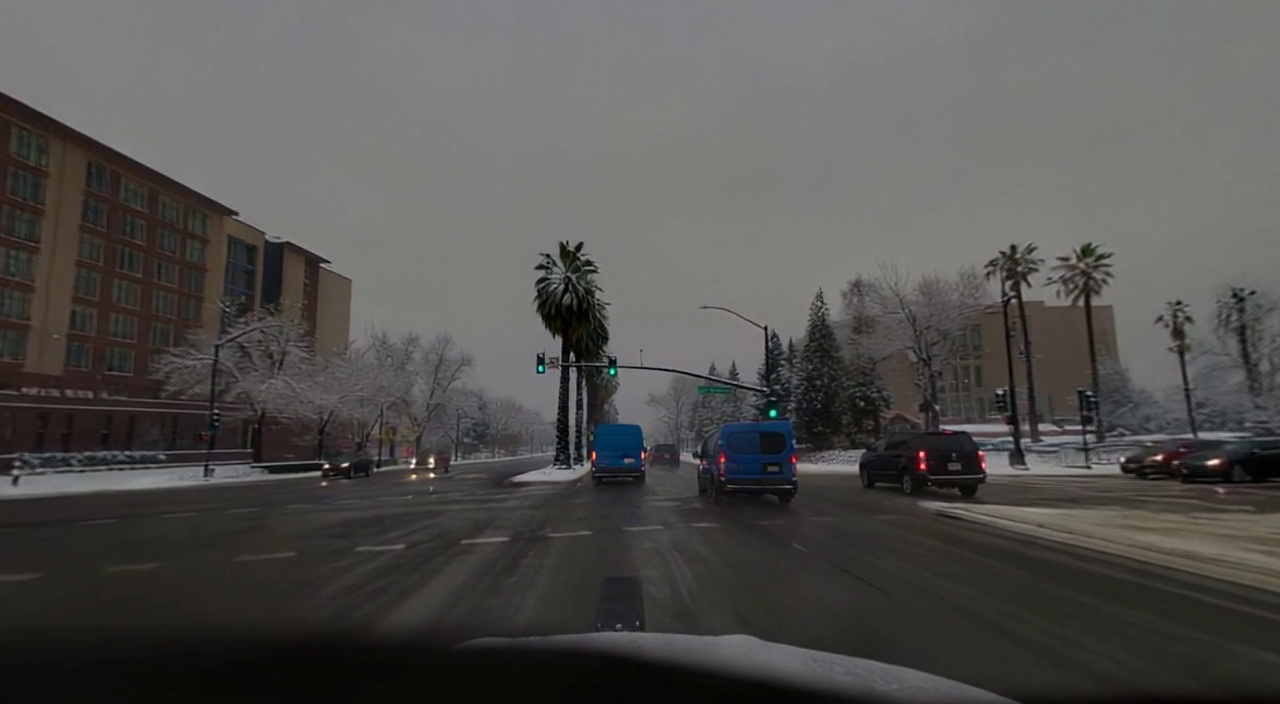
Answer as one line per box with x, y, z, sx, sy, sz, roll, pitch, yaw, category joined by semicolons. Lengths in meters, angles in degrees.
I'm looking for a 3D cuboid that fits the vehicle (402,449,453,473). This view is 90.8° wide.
-14.772;7.581;44.159;2.067;1.435;4.558;0;-8;-1;vehicle

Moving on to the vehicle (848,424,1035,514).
6.813;2.683;14.968;2.023;1.771;4.488;0;-8;-3;vehicle

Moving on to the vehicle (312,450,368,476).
-22.705;8.388;47.982;1.957;1.753;4.464;-1;-8;2;vehicle

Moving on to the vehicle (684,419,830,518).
2.385;2.543;14.322;2.200;1.847;4.618;0;-8;-3;vehicle

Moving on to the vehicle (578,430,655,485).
-0.969;4.341;26.315;2.848;1.991;5.706;0;-8;-2;vehicle

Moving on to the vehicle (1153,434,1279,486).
21.214;3.779;22.341;4.442;1.671;2.177;1;-9;-9;vehicle
